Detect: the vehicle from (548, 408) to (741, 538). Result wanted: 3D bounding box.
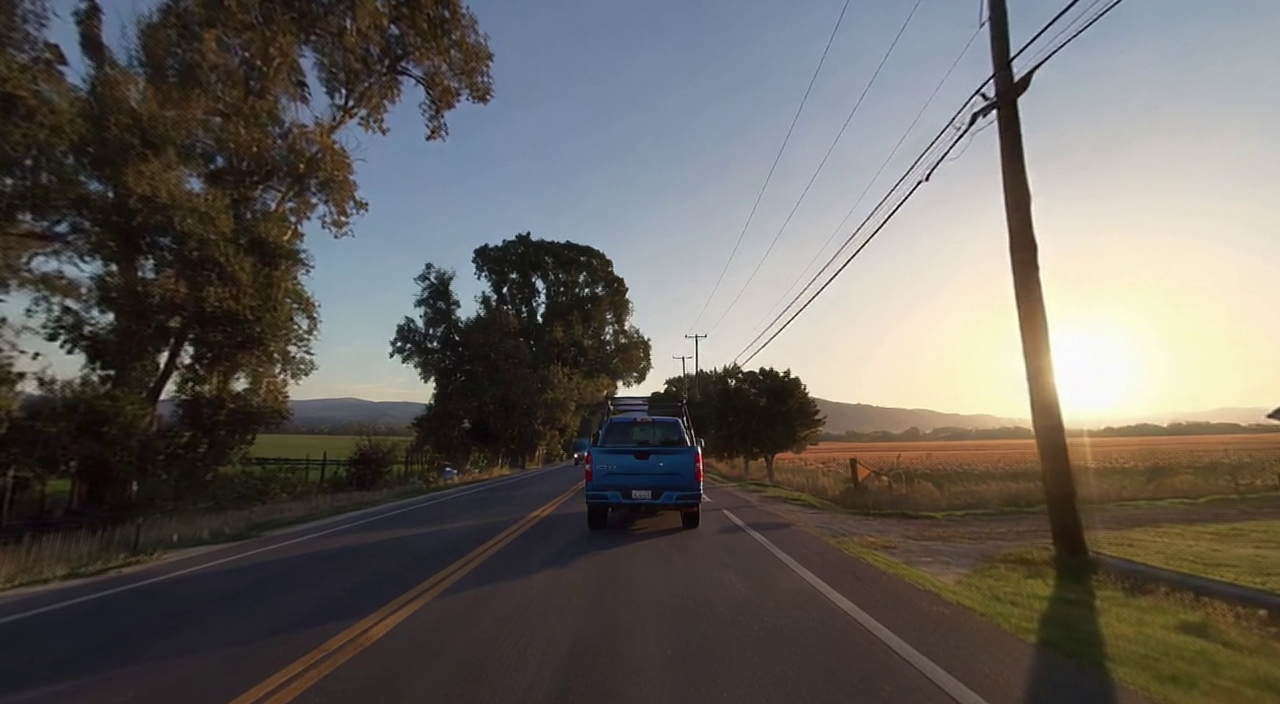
[{"bbox_3d":[0.030,2.181,12.111,2.774,1.861,5.885,0,-8,-1],"label":"vehicle"}]
